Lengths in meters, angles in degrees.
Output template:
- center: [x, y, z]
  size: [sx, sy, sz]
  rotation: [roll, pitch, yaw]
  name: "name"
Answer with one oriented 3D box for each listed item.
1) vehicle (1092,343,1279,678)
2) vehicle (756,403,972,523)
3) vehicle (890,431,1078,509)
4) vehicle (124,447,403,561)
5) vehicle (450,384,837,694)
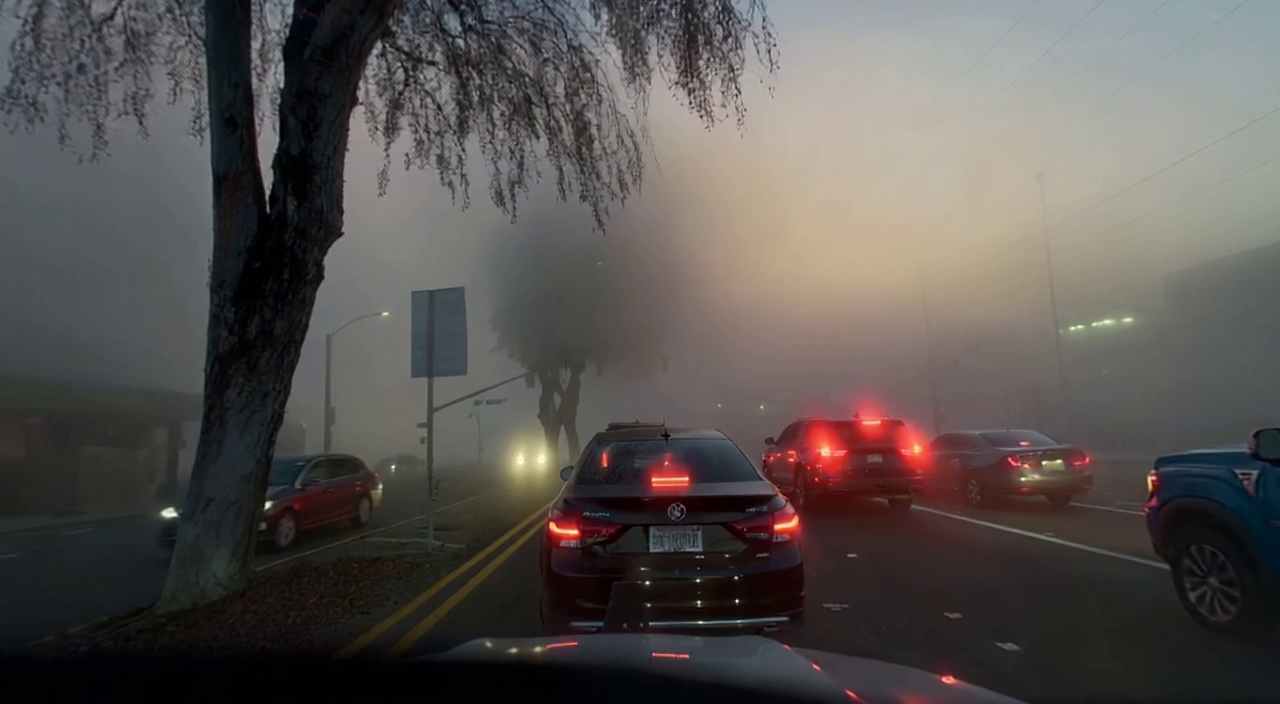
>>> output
- center: [4.462, 0.716, 2.453]
  size: [2.019, 1.803, 4.634]
  rotation: [-1, -8, 2]
  name: "vehicle"
- center: [4.169, 2.213, 13.117]
  size: [2.319, 1.930, 5.651]
  rotation: [0, -8, -1]
  name: "vehicle"
- center: [7.590, 2.617, 14.530]
  size: [1.856, 1.487, 4.454]
  rotation: [-1, -8, 1]
  name: "vehicle"
- center: [-6.026, 2.423, 10.959]
  size: [2.005, 1.503, 4.559]
  rotation: [-1, -8, 1]
  name: "vehicle"
- center: [-0.014, 1.310, 5.522]
  size: [2.116, 1.677, 3.948]
  rotation: [0, -8, -1]
  name: "vehicle"
